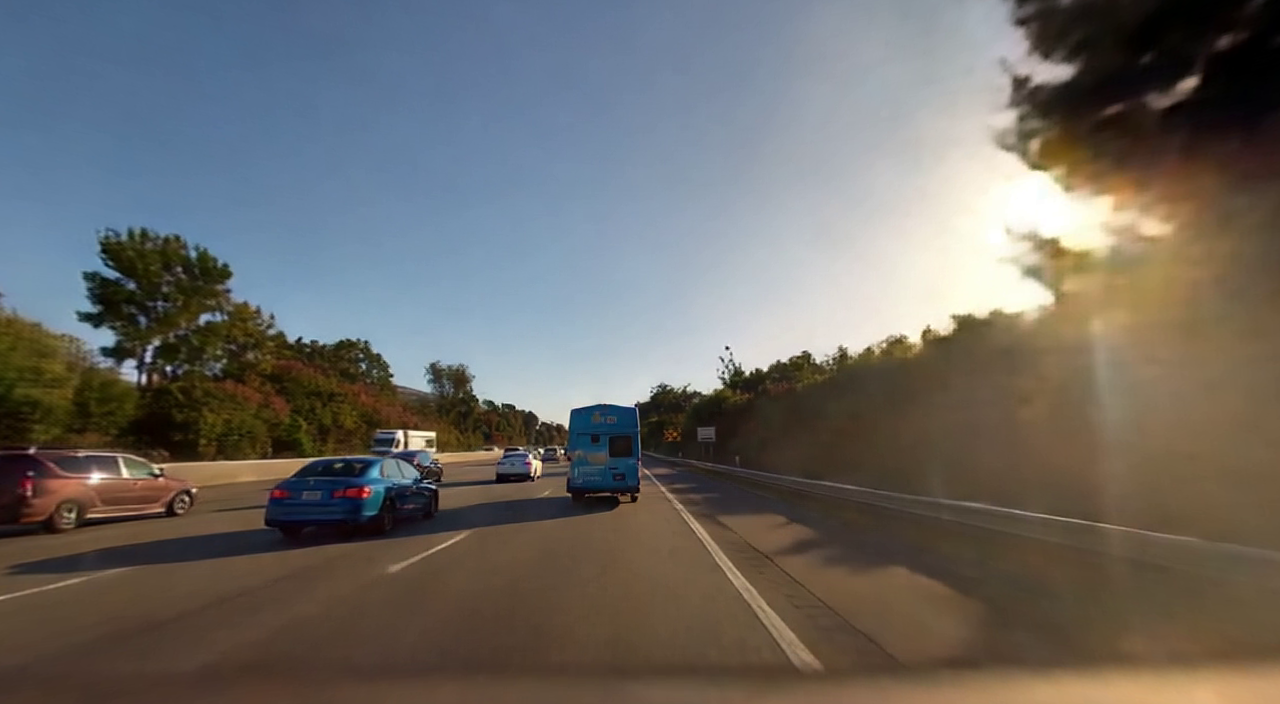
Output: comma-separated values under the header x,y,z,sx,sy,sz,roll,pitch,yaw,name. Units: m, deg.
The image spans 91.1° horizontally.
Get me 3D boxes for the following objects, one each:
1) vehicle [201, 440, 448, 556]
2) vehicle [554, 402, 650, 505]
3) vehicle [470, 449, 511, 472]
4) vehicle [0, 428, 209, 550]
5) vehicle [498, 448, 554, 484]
x,y,z,sx,sy,sz,roll,pitch,yaw,name
-4.641,2.175,10.074,1.876,1.438,4.072,0,-9,-1,vehicle
-1.008,2.945,18.443,2.394,2.556,5.232,0,-9,-1,vehicle
-10.133,7.404,42.920,1.886,1.462,4.084,0,-9,-1,vehicle
-9.627,2.147,10.365,2.010,1.621,4.252,0,-9,0,vehicle
-5.017,5.041,28.123,1.872,1.480,3.545,0,-9,-1,vehicle
